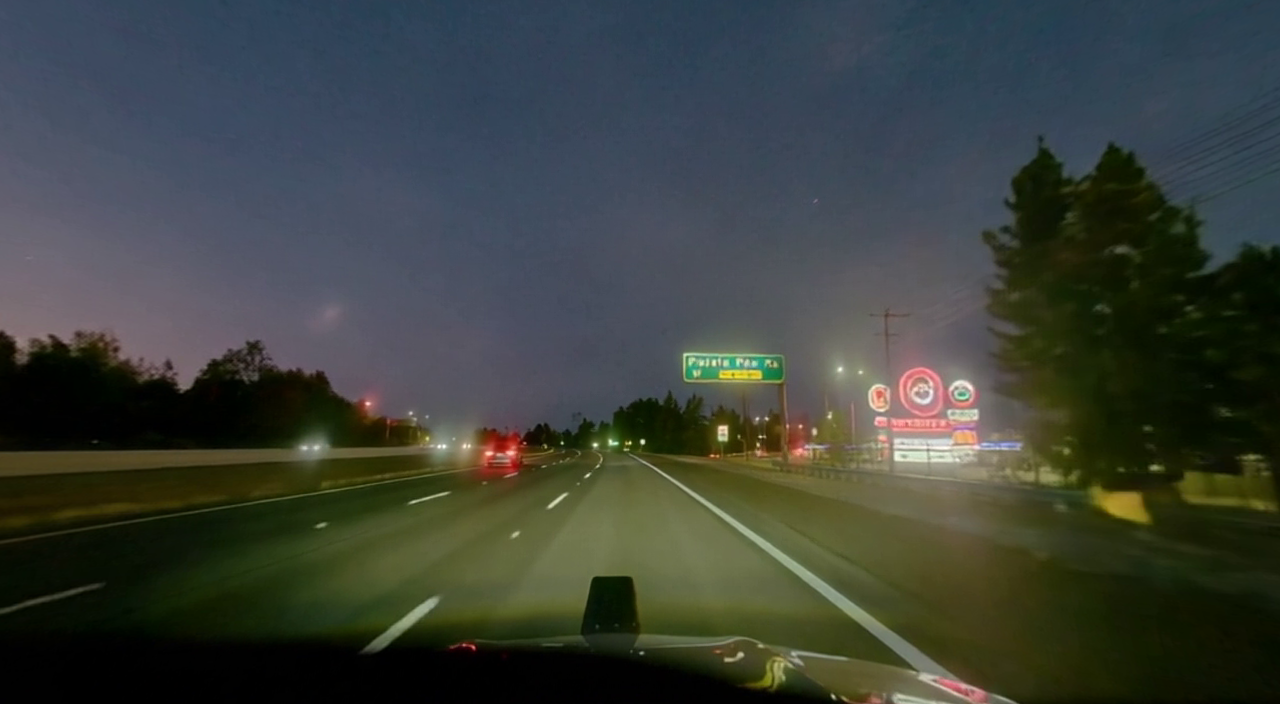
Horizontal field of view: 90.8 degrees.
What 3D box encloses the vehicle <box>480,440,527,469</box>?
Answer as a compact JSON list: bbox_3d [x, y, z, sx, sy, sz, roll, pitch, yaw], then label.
[{"bbox_3d":[-8.417,6.381,39.436,2.053,1.682,4.423,0,-8,-1],"label":"vehicle"}]
